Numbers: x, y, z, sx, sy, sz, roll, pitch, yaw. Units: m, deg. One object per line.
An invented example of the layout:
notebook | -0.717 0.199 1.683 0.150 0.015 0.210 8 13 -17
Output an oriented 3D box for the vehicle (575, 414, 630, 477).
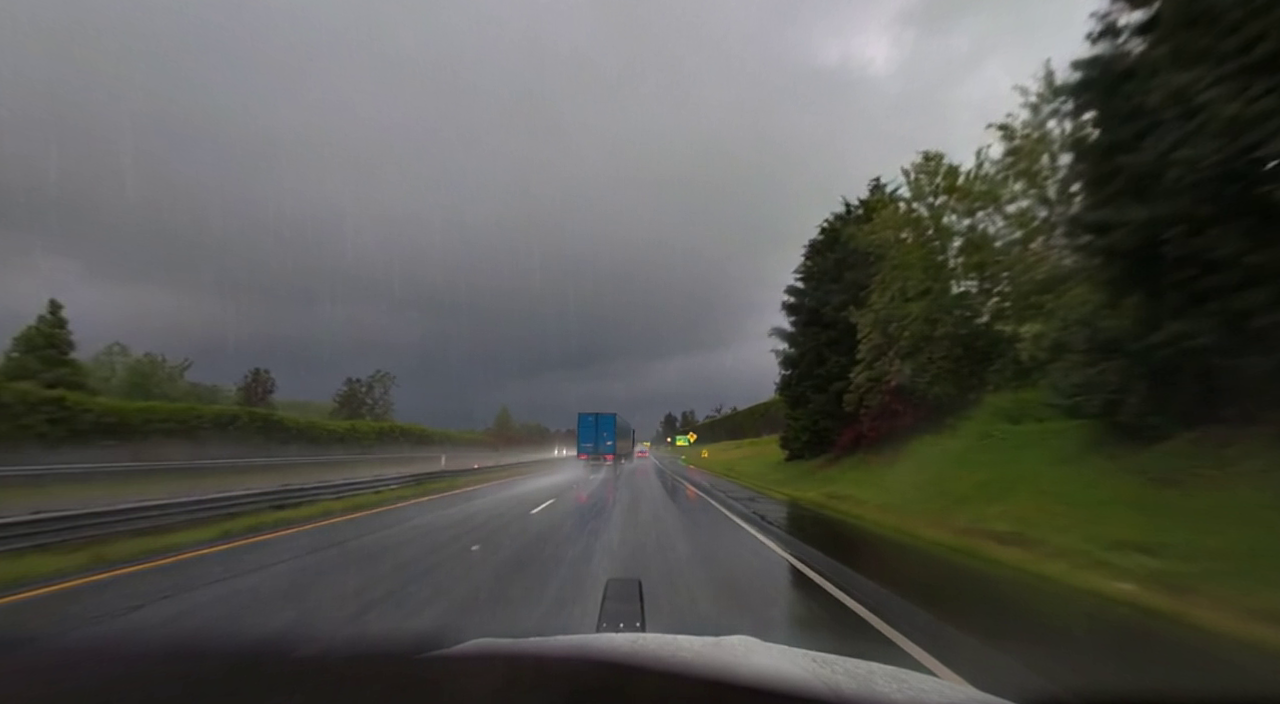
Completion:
vehicle | -2.006 5.409 36.328 2.704 3.270 6.745 0 -9 1
